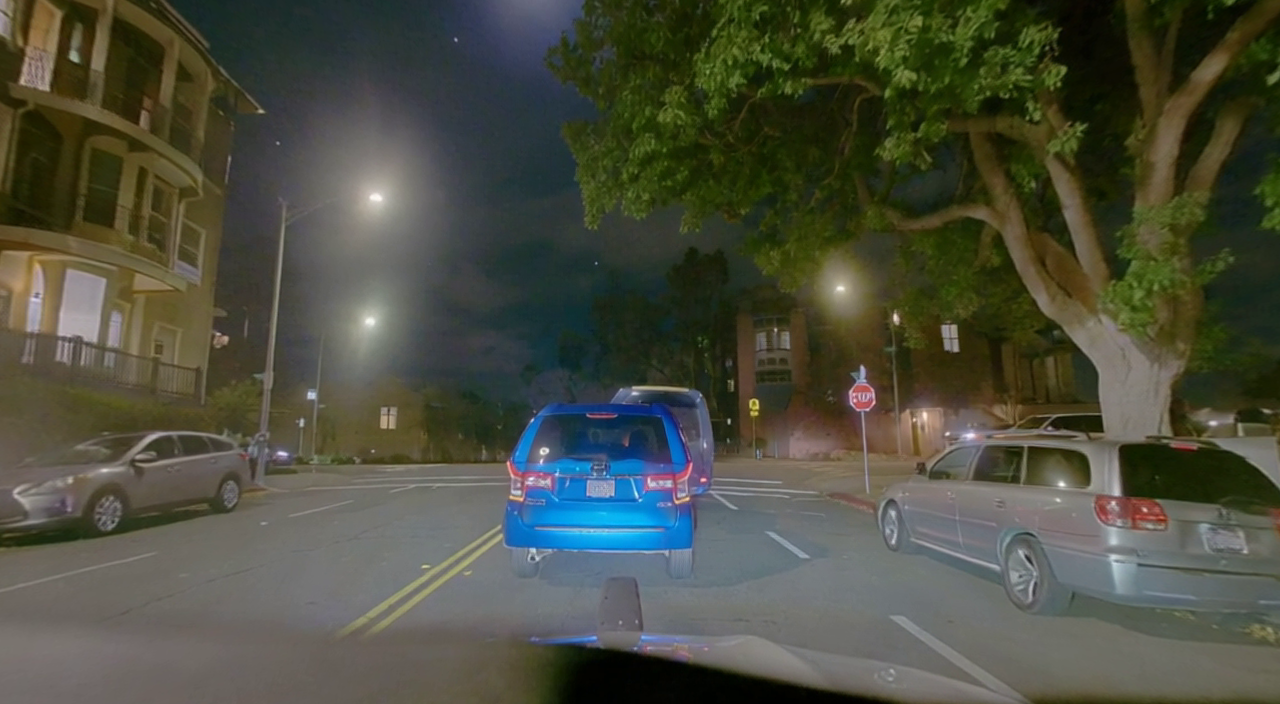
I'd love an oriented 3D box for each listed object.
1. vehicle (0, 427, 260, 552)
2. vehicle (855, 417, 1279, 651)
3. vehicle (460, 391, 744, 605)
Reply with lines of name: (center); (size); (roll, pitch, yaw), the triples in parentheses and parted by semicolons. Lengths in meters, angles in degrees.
vehicle: (-8.291, 2.019, 10.052); (1.825, 1.532, 4.083); (-3, -7, 2)
vehicle: (4.219, 1.679, 6.905); (1.959, 1.581, 4.731); (4, -9, -2)
vehicle: (-0.327, 1.577, 7.709); (2.377, 1.787, 4.652); (0, -8, 0)
